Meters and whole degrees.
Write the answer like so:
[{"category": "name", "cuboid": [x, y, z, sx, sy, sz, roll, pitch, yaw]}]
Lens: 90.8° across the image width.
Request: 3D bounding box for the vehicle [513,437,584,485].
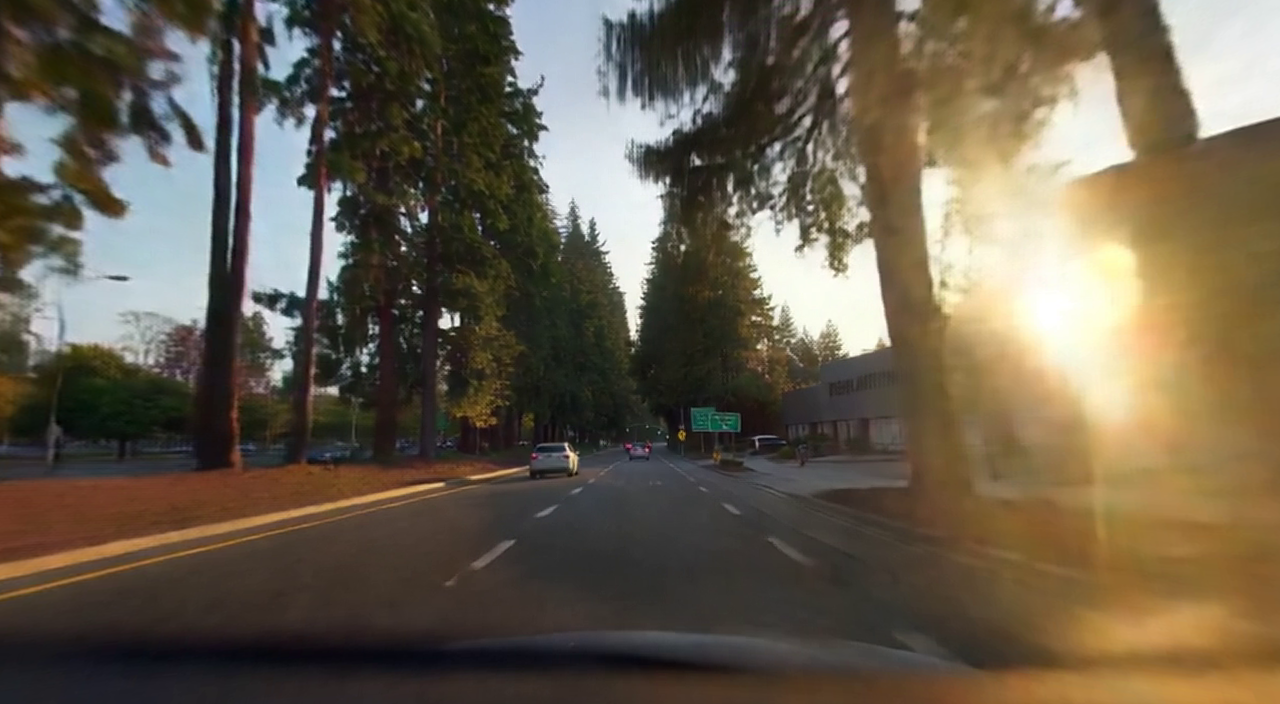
[{"category": "vehicle", "cuboid": [-3.295, 4.019, 23.550, 1.942, 1.588, 4.172, 0, -9, 1]}]
